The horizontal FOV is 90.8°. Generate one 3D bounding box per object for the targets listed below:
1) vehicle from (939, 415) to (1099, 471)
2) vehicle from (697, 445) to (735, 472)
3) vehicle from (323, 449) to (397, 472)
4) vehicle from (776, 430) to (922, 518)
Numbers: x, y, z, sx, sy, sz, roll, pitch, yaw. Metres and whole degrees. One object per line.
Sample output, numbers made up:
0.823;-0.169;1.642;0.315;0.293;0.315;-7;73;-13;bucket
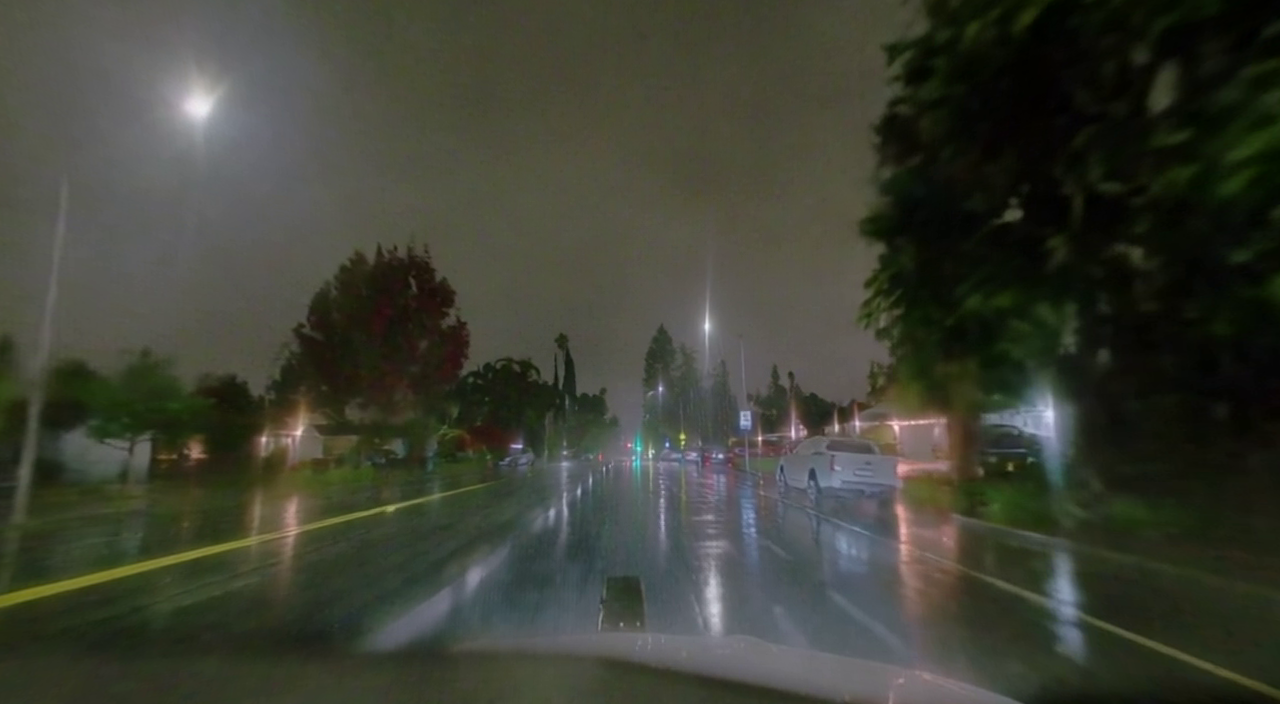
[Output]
15.747;3.836;26.534;5.096;1.931;2.288;-4;-9;2;vehicle
4.810;6.838;40.402;1.934;1.546;5.009;2;-10;2;vehicle
-20.913;8.133;47.290;4.534;1.536;1.952;2;-8;0;vehicle
5.029;2.967;15.956;2.082;1.763;4.718;3;-8;0;vehicle
